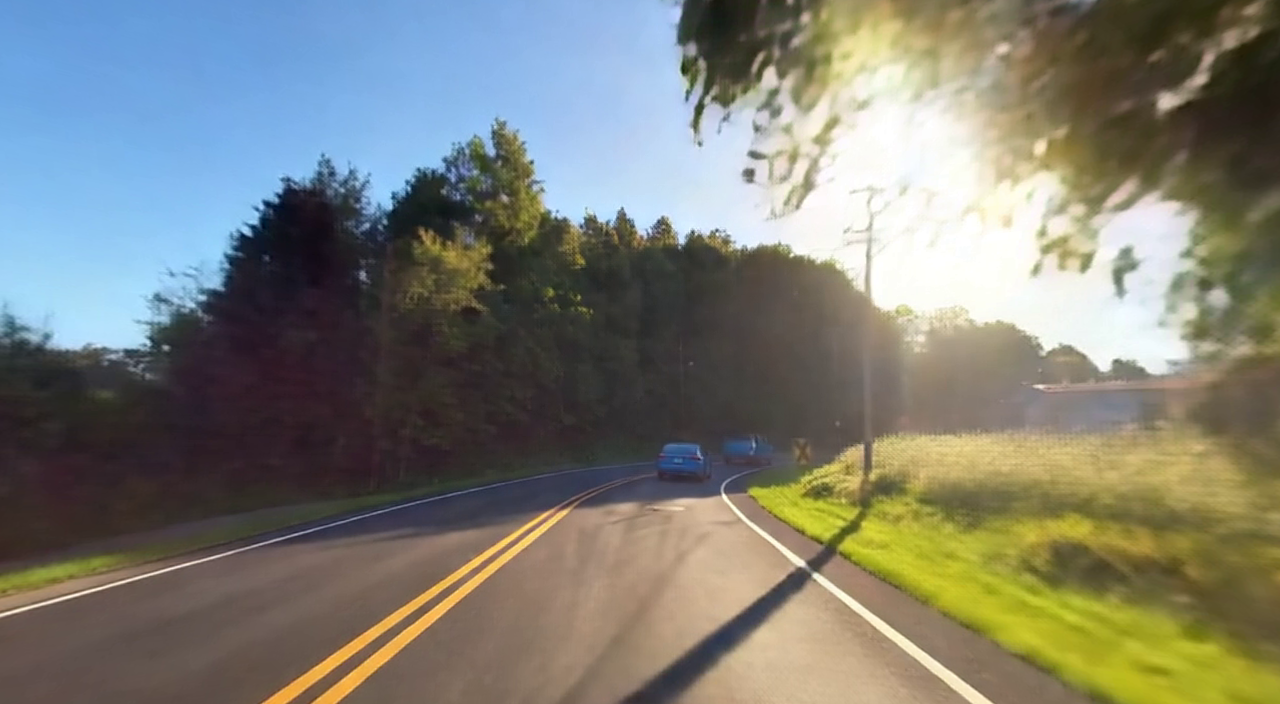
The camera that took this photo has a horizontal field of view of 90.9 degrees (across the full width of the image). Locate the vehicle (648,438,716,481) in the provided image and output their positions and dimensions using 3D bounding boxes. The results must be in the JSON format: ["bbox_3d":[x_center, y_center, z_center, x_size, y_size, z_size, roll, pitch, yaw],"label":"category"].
[{"bbox_3d":[1.788,4.249,25.165,2.157,1.565,4.243,-2,-9,11],"label":"vehicle"}]

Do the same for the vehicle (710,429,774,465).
[{"bbox_3d":[6.676,6.114,40.586,2.376,2.145,5.953,-4,-9,25],"label":"vehicle"}]
